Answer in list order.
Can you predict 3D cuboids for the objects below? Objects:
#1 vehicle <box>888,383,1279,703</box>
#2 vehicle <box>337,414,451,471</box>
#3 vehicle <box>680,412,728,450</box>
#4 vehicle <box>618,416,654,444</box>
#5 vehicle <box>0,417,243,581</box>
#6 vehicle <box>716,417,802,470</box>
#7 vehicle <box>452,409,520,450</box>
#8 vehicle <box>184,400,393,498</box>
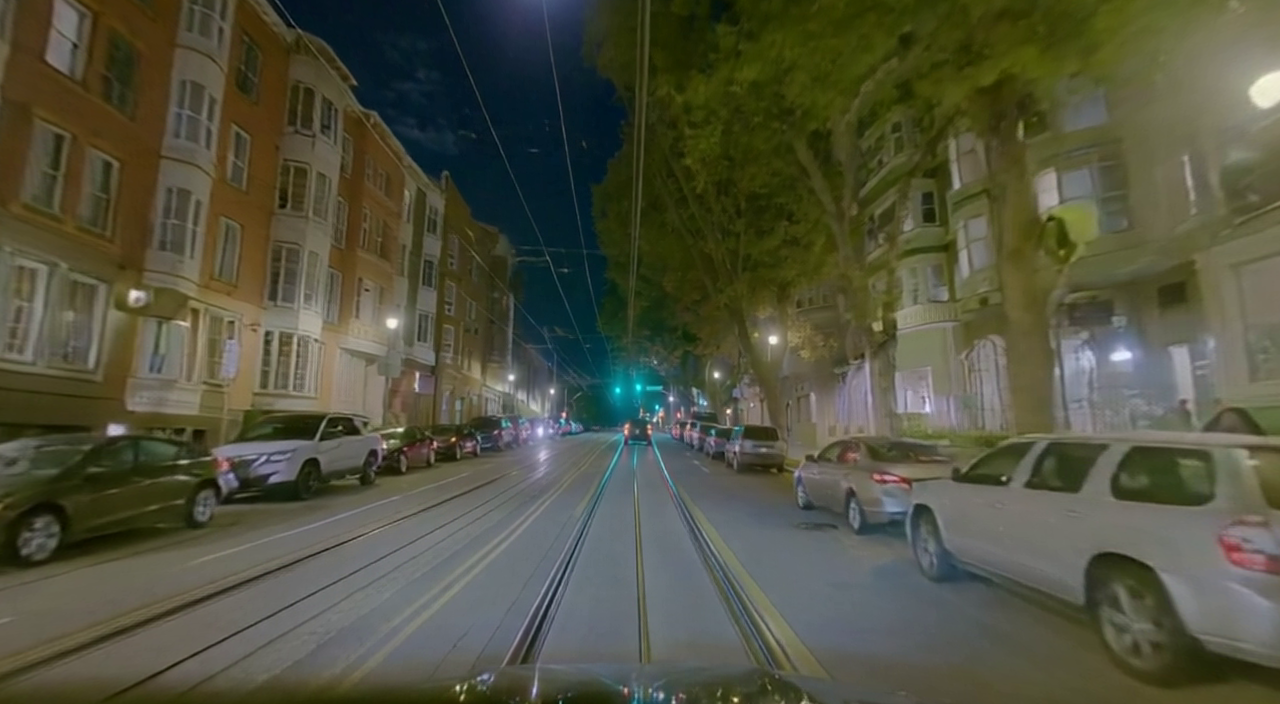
[{"bbox_3d":[3.920,1.323,5.309,1.929,1.723,4.134,0,-8,-1],"label":"vehicle"},{"bbox_3d":[-7.356,2.852,19.435,1.756,1.492,4.426,2,-10,-1],"label":"vehicle"},{"bbox_3d":[3.703,4.640,37.895,2.242,2.000,6.340,1,-5,0],"label":"vehicle"},{"bbox_3d":[-0.217,4.561,36.637,1.984,1.571,3.404,0,-8,-1],"label":"vehicle"},{"bbox_3d":[-7.327,1.682,8.241,1.779,1.588,3.953,2,-7,-2],"label":"vehicle"},{"bbox_3d":[3.805,3.053,21.019,1.890,1.559,4.281,0,-8,-2],"label":"vehicle"},{"bbox_3d":[-7.331,3.815,30.606,2.049,1.821,5.066,0,-8,0],"label":"vehicle"},{"bbox_3d":[-7.391,2.142,13.981,1.861,1.751,4.550,1,-9,2],"label":"vehicle"}]
